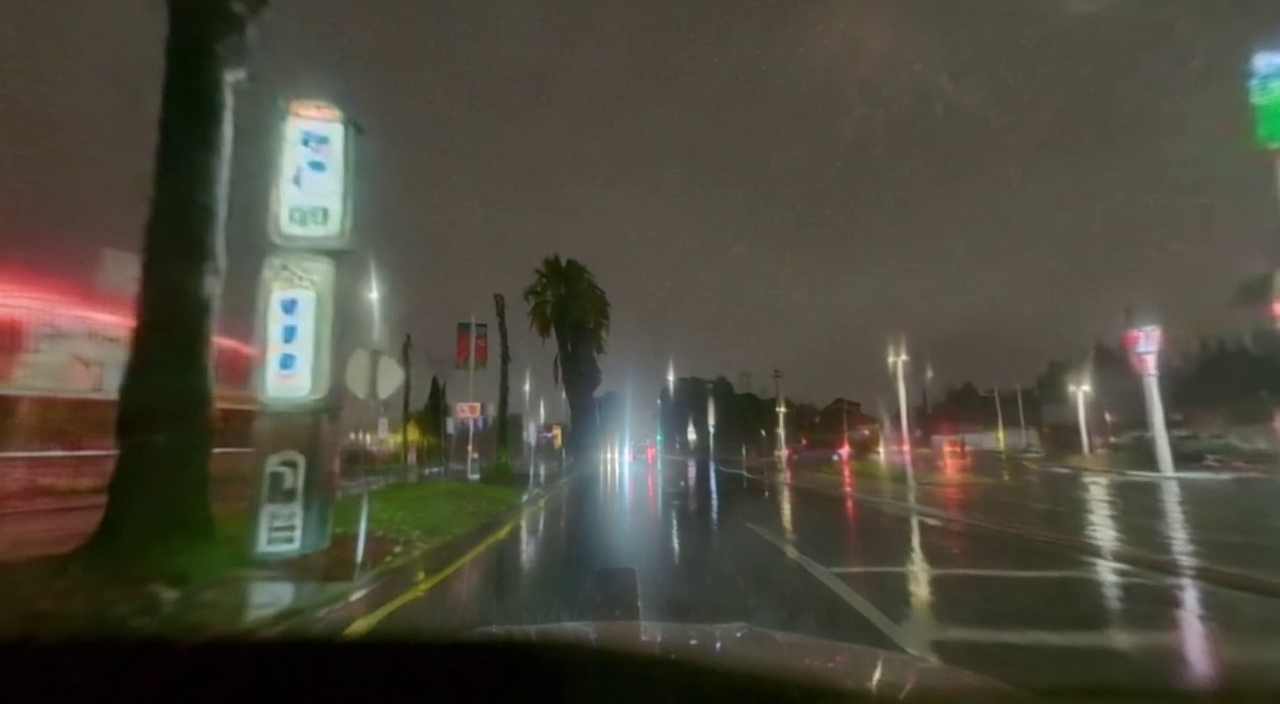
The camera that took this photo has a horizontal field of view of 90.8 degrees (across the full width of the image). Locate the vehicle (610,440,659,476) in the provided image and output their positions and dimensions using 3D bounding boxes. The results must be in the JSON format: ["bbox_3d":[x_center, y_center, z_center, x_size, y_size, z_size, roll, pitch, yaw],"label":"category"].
[{"bbox_3d":[-0.291,4.914,29.391,2.073,1.525,4.809,0,-9,-1],"label":"vehicle"}]
